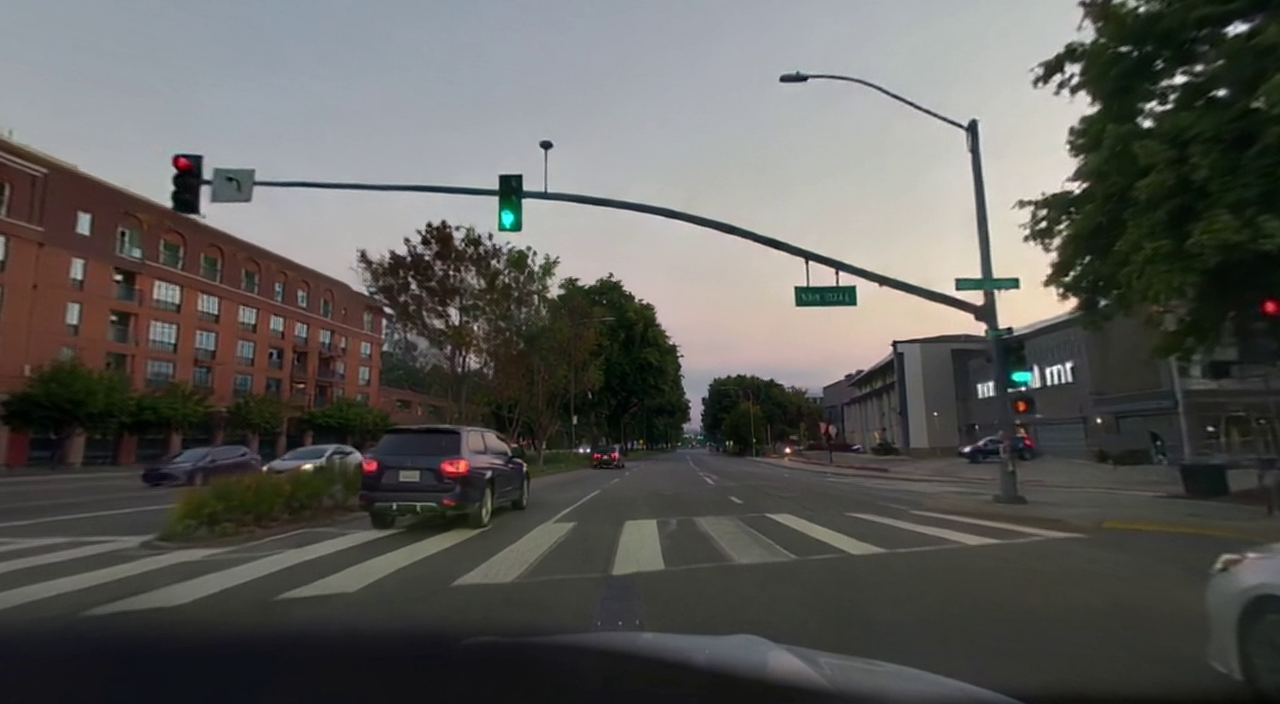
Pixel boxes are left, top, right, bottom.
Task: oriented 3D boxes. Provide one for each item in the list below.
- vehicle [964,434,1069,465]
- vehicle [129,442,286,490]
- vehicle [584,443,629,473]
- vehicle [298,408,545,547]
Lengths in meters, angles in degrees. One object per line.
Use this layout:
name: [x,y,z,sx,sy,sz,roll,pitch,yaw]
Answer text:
vehicle: [25.636,6.697,43.348,2.429,1.938,6.118,2,-9,-14]
vehicle: [-14.884,3.931,22.151,2.079,1.464,4.574,-1,-9,3]
vehicle: [-1.848,6.015,36.162,1.976,1.571,4.649,-1,-9,4]
vehicle: [-3.318,2.052,10.996,2.305,1.833,4.912,-1,-9,3]
